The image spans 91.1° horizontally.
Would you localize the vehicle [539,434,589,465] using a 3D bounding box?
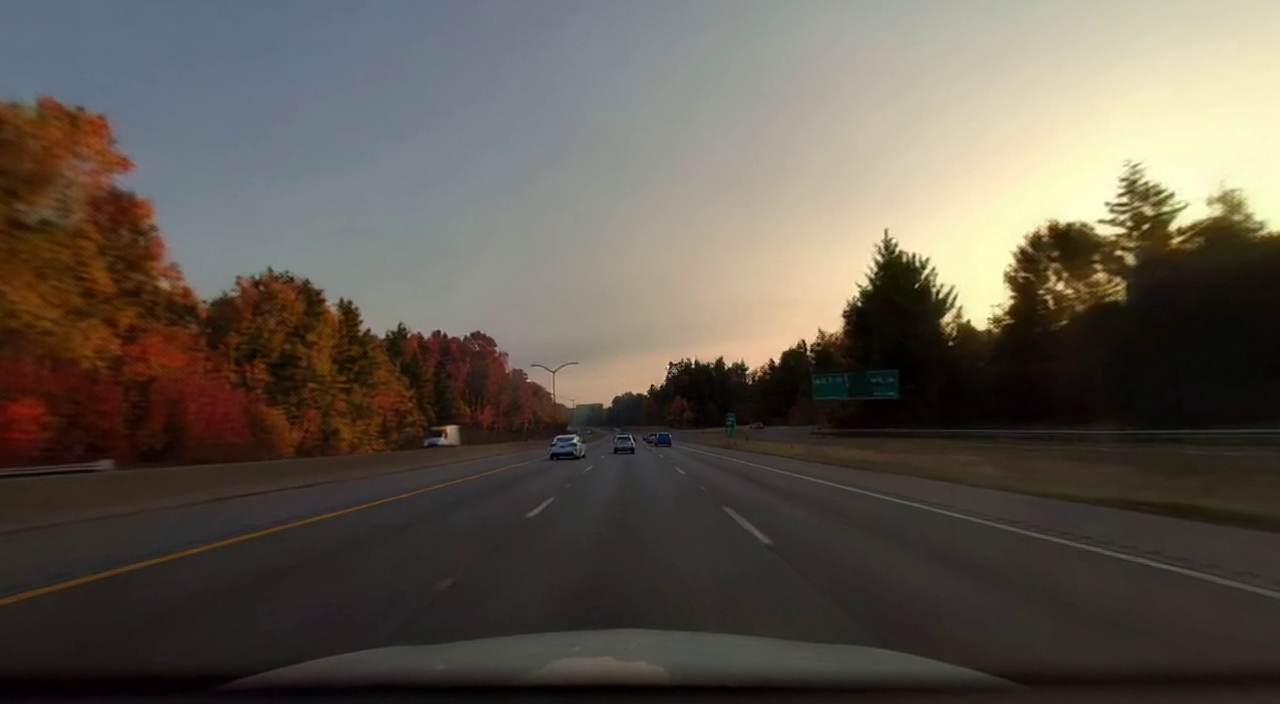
[{"bbox_3d":[-3.912,5.095,33.187,2.103,1.507,4.367,0,-8,0],"label":"vehicle"}]
